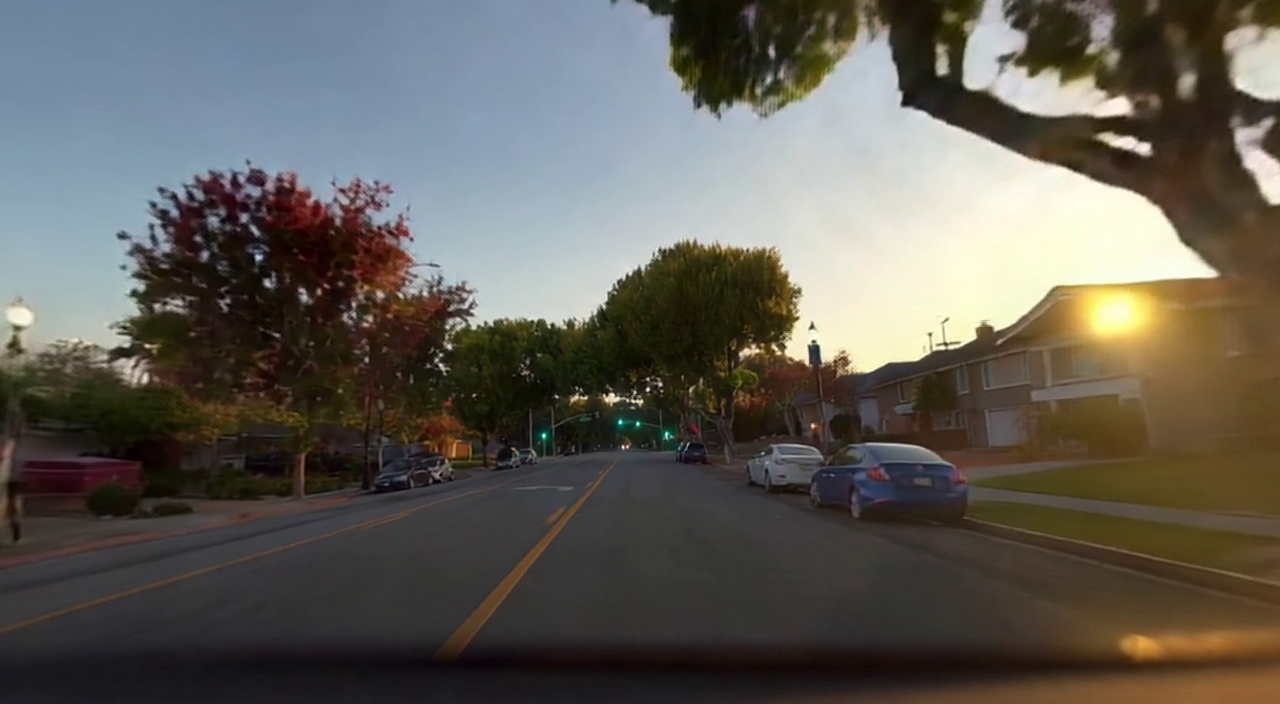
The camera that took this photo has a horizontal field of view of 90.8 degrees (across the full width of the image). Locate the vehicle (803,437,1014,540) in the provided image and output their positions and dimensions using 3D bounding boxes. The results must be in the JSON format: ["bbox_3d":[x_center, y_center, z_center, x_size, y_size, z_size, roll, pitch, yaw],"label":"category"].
[{"bbox_3d":[4.564,2.355,11.576,1.924,1.516,4.163,0,-9,-2],"label":"vehicle"}]

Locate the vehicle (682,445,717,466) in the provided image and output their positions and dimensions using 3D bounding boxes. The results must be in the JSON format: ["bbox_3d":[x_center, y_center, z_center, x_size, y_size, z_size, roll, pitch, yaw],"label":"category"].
[{"bbox_3d":[4.298,7.608,46.432,2.010,1.461,4.247,0,-9,-2],"label":"vehicle"}]

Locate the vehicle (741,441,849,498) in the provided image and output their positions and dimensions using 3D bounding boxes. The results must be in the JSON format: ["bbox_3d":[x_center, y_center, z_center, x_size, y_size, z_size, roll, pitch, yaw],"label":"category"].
[{"bbox_3d":[4.472,3.460,19.076,1.887,1.480,4.731,0,-9,-2],"label":"vehicle"}]

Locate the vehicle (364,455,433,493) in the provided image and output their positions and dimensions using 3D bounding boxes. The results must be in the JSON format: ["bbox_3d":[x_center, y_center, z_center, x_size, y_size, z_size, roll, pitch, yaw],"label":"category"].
[{"bbox_3d":[-11.633,5.879,30.762,1.845,1.626,4.105,0,-9,-2],"label":"vehicle"}]
